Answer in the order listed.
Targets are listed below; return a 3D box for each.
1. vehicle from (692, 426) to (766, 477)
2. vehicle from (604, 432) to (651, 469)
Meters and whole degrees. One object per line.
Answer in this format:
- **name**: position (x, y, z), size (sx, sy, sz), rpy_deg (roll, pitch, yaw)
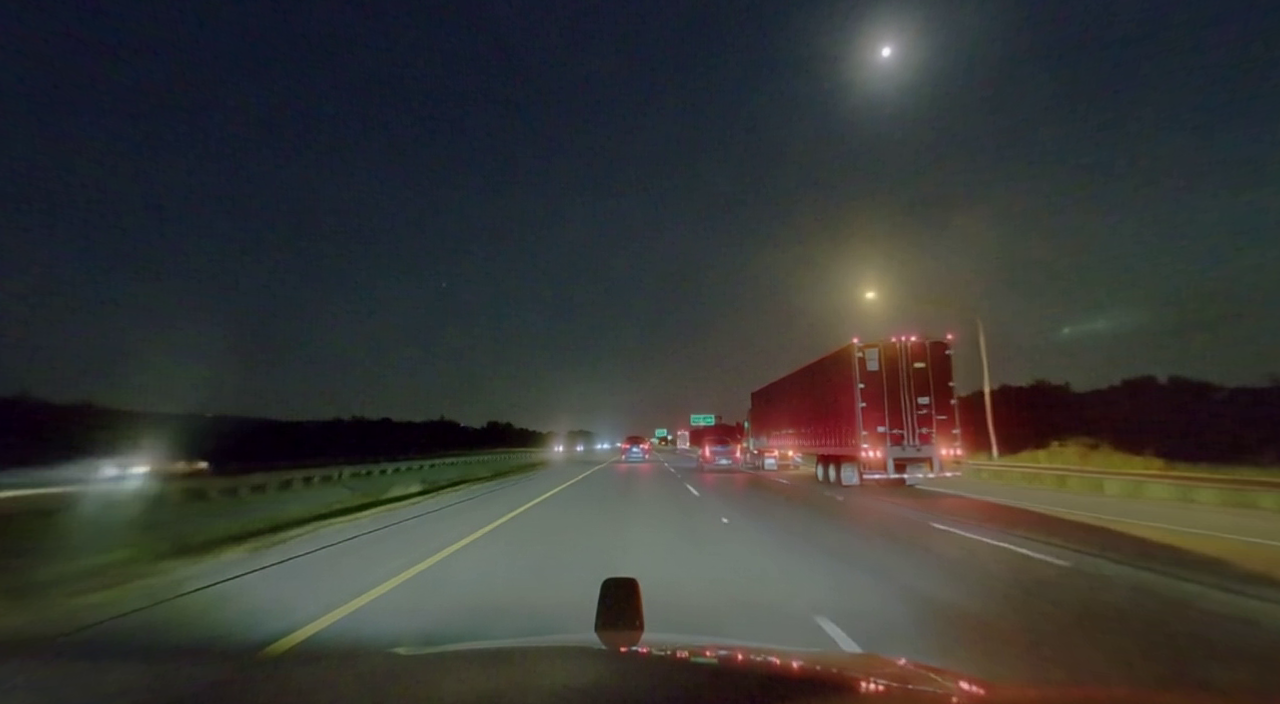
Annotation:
- **vehicle**: position (3.475, 4.042, 25.597), size (2.269, 1.839, 4.554), rpy_deg (1, -9, -1)
- **vehicle**: position (-0.528, 4.858, 31.043), size (2.142, 1.664, 4.076), rpy_deg (0, -9, 1)
